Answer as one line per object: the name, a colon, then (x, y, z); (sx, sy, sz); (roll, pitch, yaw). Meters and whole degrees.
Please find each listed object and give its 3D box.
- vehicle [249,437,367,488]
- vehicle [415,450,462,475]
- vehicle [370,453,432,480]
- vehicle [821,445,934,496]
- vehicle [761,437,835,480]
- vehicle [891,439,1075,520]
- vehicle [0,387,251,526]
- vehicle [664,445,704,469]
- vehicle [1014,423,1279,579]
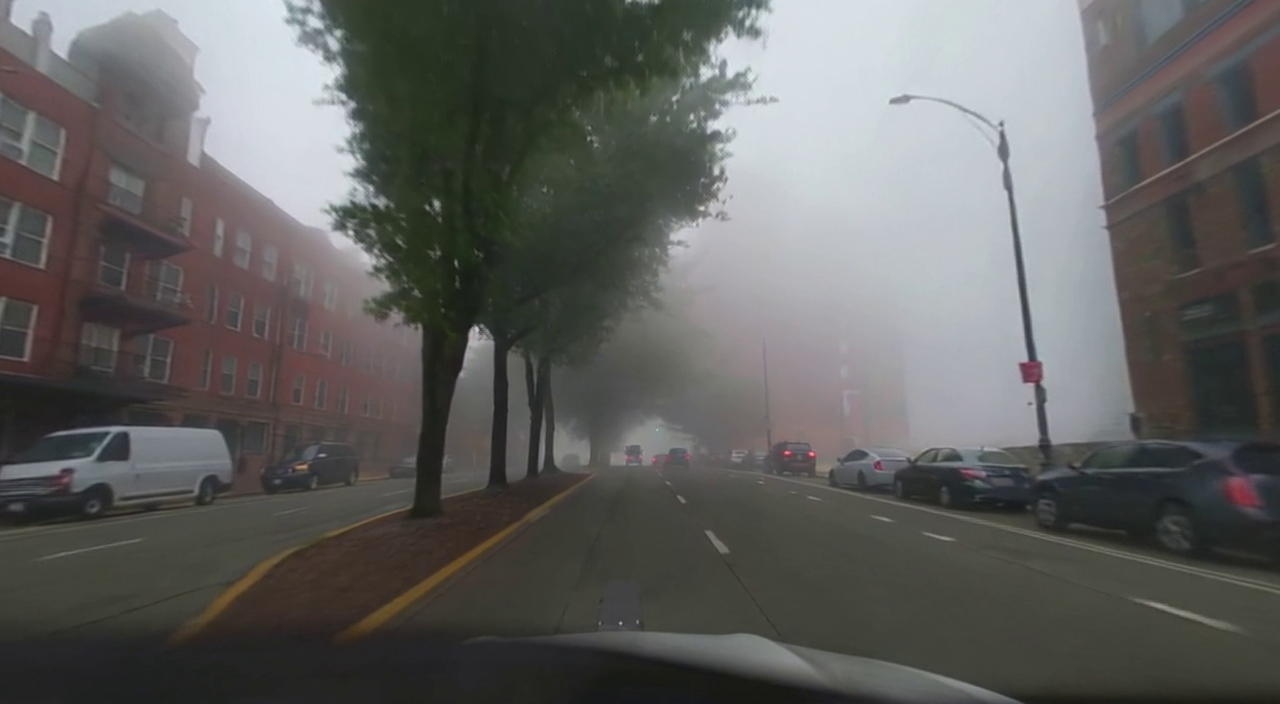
vehicle: (-14.346, 4.953, 27.796); (2.330, 2.013, 5.310); (0, -12, -1)
vehicle: (-15.001, 8.244, 47.274); (2.063, 1.735, 4.317); (0, -8, 1)
vehicle: (-15.013, 7.189, 39.930); (1.953, 1.456, 4.690); (0, -8, 2)
vehicle: (7.812, 3.936, 21.334); (2.018, 1.489, 4.620); (-1, -9, 0)
vehicle: (7.868, 5.367, 31.996); (2.305, 1.984, 5.002); (-1, -9, -1)
vehicle: (7.865, 2.941, 15.025); (2.054, 1.628, 3.841); (-1, -9, -2)
vehicle: (-14.714, 2.833, 17.705); (3.047, 3.098, 6.783); (0, -8, 2)
vehicle: (2.924, 7.119, 43.069); (2.238, 1.499, 4.964); (0, -8, -2)
vehicle: (8.001, 1.970, 9.178); (2.174, 1.697, 4.520); (-1, -9, -2)
